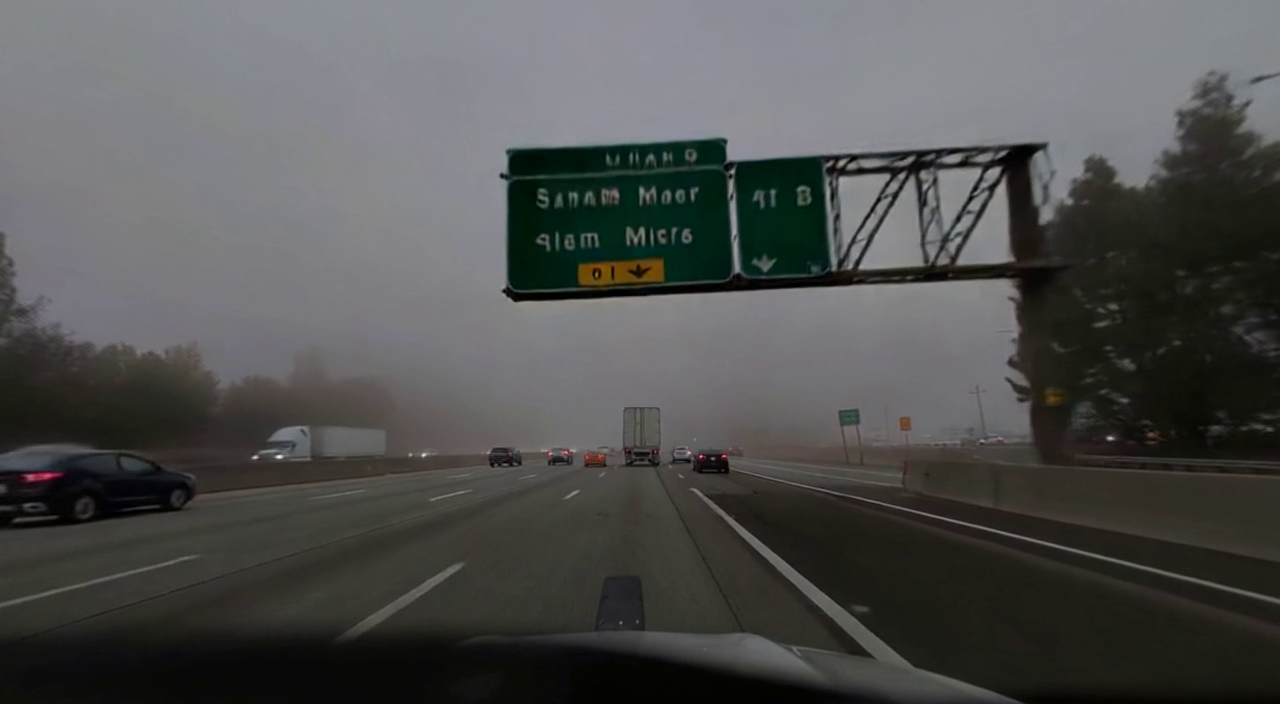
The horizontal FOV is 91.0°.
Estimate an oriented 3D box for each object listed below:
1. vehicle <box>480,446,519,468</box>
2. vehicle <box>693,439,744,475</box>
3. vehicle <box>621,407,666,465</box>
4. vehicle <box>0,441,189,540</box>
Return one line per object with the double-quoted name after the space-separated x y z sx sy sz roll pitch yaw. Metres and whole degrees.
-10.775 8.078 48.586 1.966 1.627 4.258 0 -9 1 "vehicle"
3.980 5.425 32.776 2.107 1.707 4.445 0 -9 0 "vehicle"
0.427 6.505 48.101 3.012 3.928 10.262 0 -9 2 "vehicle"
-10.962 2.422 11.492 2.015 1.521 4.550 0 -9 1 "vehicle"
